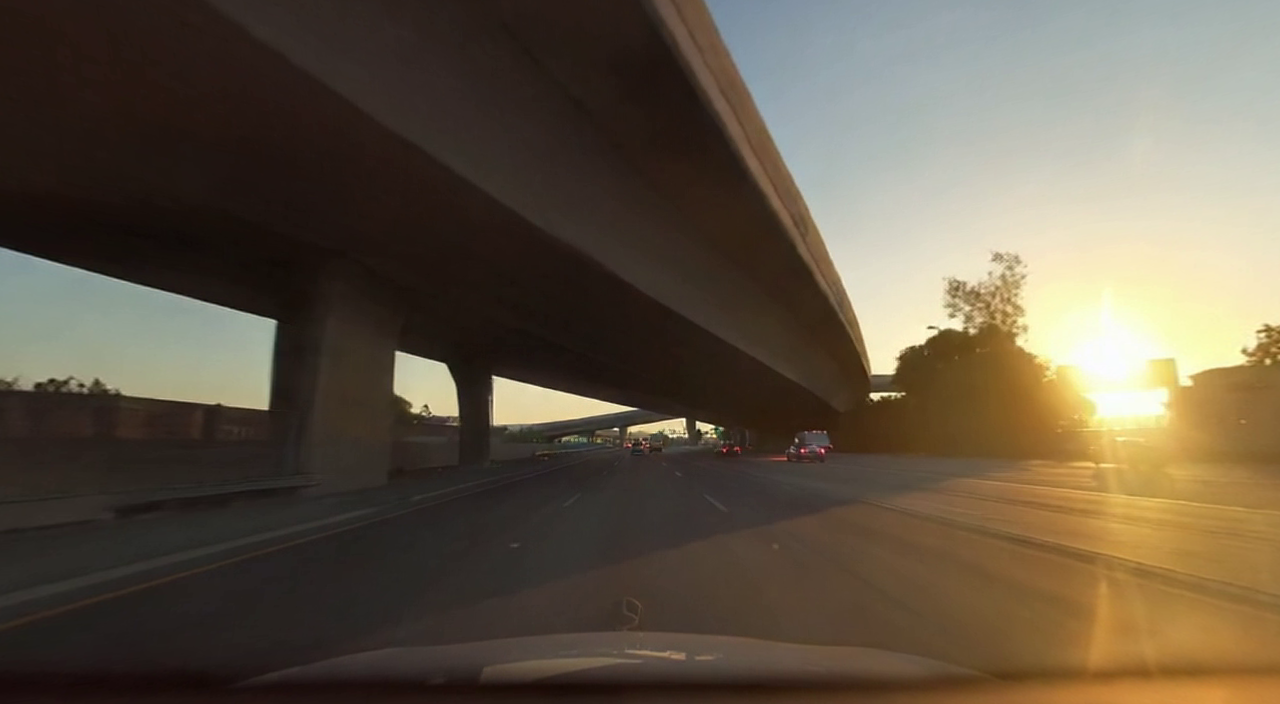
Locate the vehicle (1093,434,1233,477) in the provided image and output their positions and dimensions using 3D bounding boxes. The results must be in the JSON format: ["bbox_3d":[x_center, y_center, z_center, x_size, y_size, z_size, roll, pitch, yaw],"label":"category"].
[{"bbox_3d":[24.848,4.925,30.213,2.074,1.881,5.056,1,-8,-5],"label":"vehicle"}]

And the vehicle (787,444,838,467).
[{"bbox_3d":[11.389,6.840,41.835,2.017,1.478,4.364,0,-8,-3],"label":"vehicle"}]
